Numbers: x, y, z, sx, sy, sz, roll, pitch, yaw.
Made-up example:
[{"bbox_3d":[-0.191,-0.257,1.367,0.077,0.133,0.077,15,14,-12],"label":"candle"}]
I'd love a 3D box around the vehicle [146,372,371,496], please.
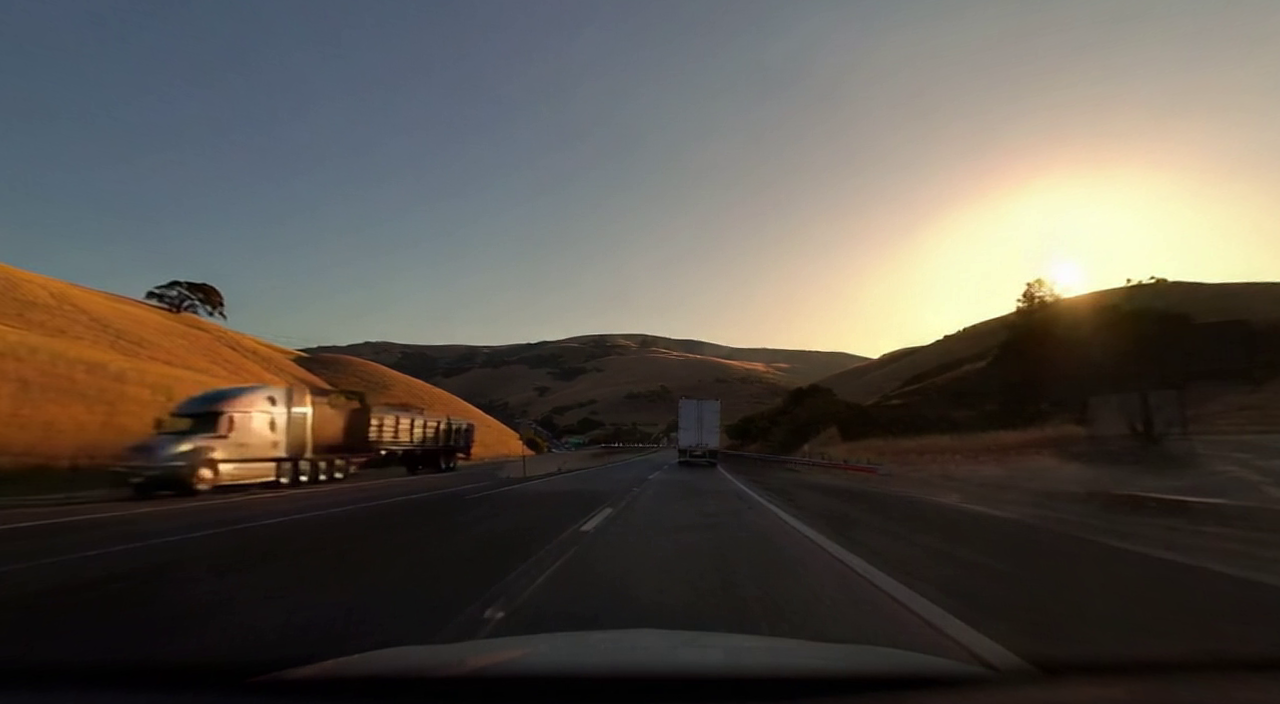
[{"bbox_3d":[-14.389,3.323,25.061,3.008,4.037,8.612,-1,-9,4],"label":"vehicle"}]
